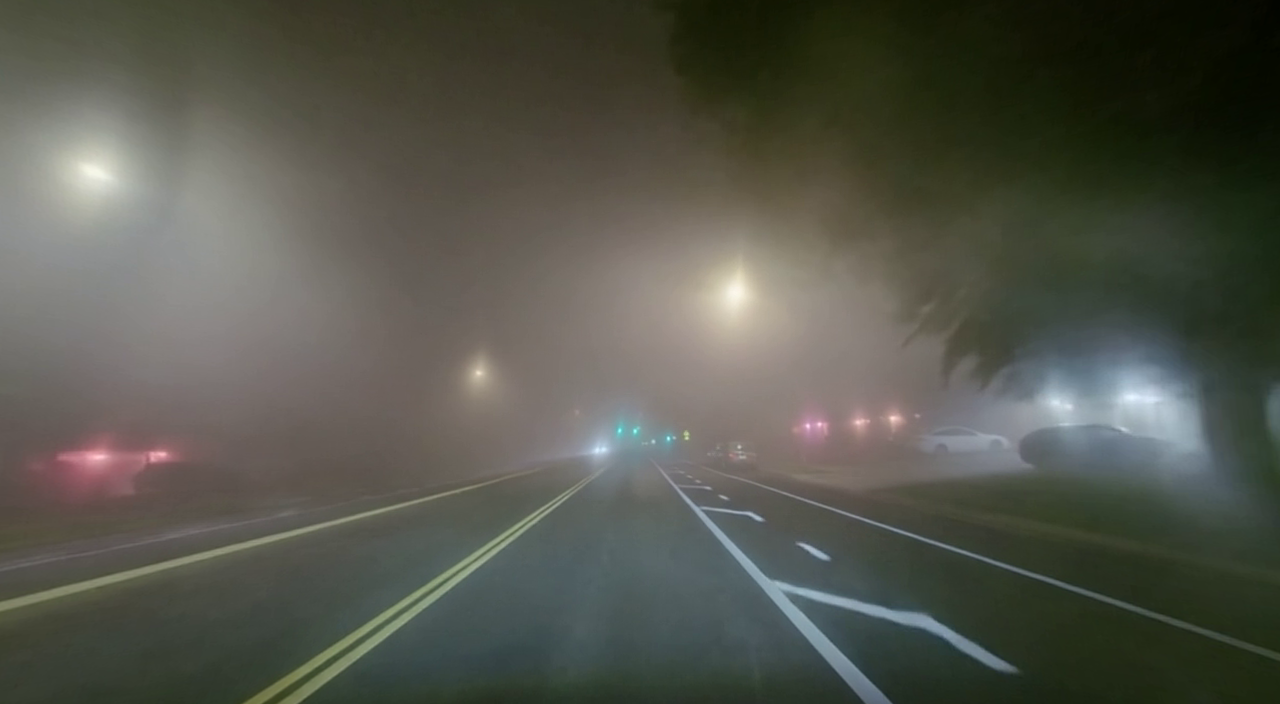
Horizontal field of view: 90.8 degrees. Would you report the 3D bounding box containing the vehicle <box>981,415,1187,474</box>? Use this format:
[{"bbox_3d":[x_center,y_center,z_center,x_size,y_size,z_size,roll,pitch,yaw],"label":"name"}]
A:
[{"bbox_3d":[13.303,2.813,19.170,4.710,1.612,1.999,-1,-8,-2],"label":"vehicle"}]

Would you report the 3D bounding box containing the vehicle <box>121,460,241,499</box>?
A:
[{"bbox_3d":[-23.266,6.437,32.160,4.466,1.773,2.063,-1,-8,-2],"label":"vehicle"}]

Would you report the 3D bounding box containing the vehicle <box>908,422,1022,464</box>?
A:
[{"bbox_3d":[14.517,4.028,28.283,4.268,1.508,1.861,-2,-6,-15],"label":"vehicle"}]

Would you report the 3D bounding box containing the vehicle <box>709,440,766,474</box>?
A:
[{"bbox_3d":[4.843,5.313,32.103,1.995,1.553,4.628,0,-9,-2],"label":"vehicle"}]
